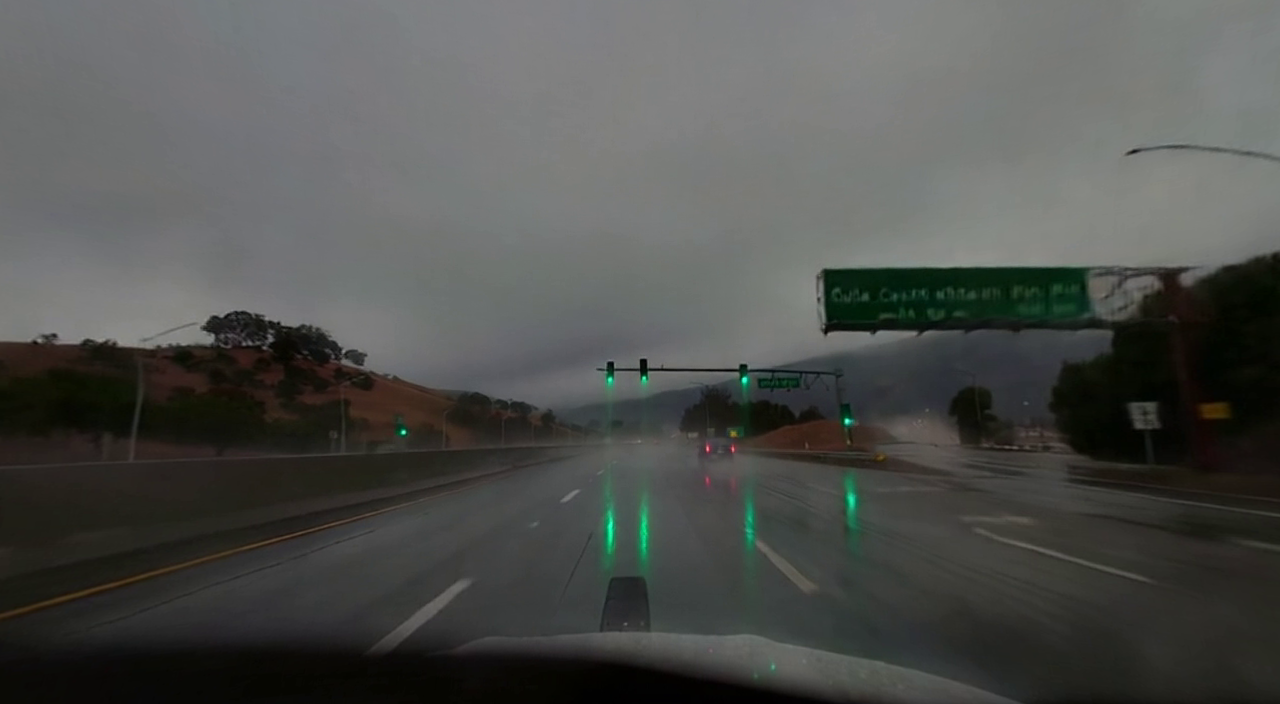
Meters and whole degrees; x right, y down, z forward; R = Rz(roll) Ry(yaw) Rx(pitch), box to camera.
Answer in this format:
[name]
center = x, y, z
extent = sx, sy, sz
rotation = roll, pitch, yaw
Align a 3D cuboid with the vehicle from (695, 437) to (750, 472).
[vehicle]
center = 3.686, 4.678, 29.057
extent = 1.916, 1.469, 4.481
rotation = 0, -8, 0
